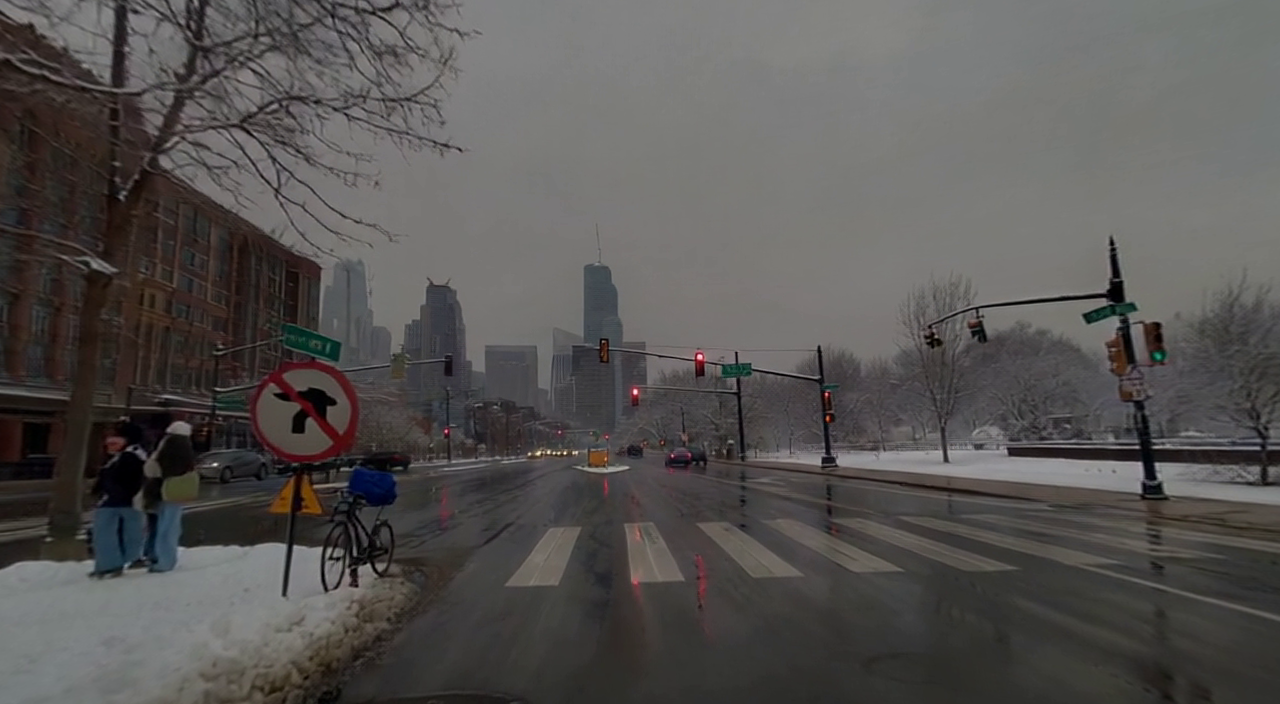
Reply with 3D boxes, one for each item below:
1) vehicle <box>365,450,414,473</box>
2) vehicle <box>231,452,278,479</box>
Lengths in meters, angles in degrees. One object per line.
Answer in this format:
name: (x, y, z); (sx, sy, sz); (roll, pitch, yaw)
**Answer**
vehicle: (-18.343, 7.993, 46.149); (2.123, 1.544, 4.158); (7, -11, -39)
vehicle: (-28.804, 8.398, 47.116); (2.199, 1.838, 4.222); (6, -11, -40)
